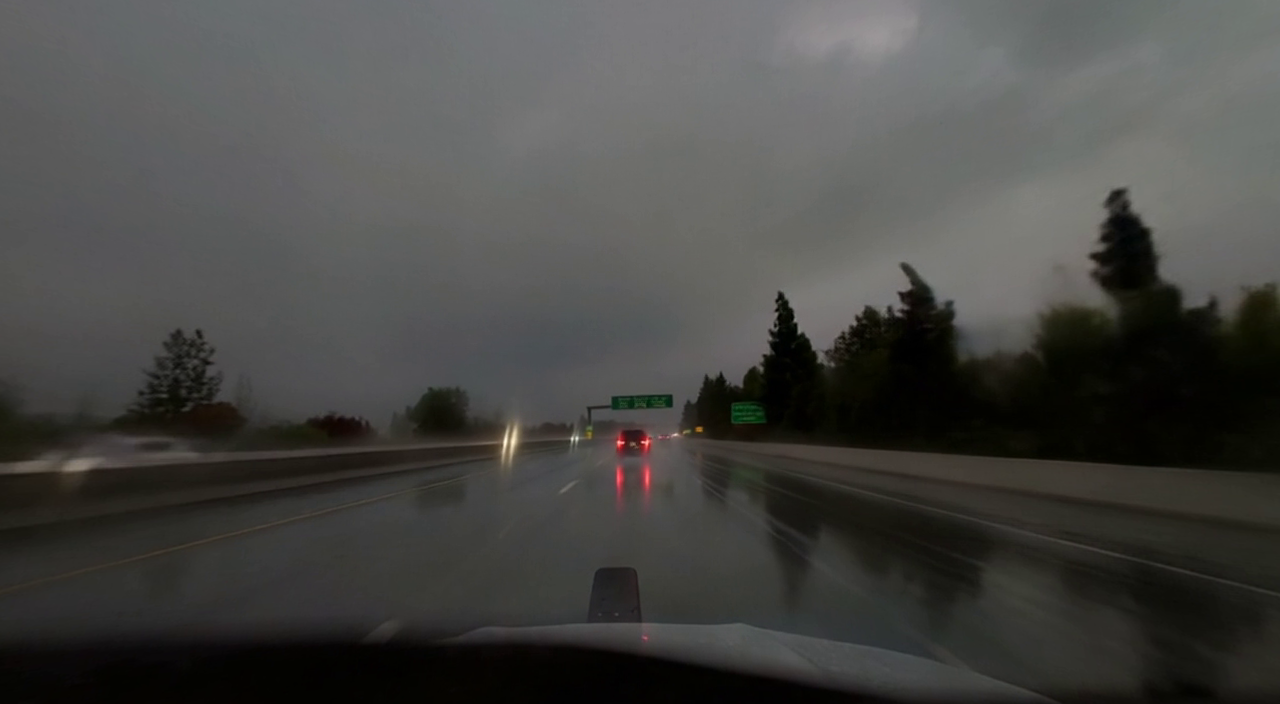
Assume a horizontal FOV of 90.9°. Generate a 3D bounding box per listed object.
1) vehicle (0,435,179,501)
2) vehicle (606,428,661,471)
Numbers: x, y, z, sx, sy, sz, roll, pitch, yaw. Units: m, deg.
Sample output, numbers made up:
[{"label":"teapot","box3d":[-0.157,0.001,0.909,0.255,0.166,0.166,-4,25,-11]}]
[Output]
[{"label":"vehicle","box3d":[-15.784,3.210,17.997,1.992,1.625,4.290,0,-8,0]},{"label":"vehicle","box3d":[-0.269,3.948,25.732,2.094,1.600,3.666,0,-8,-1]}]
